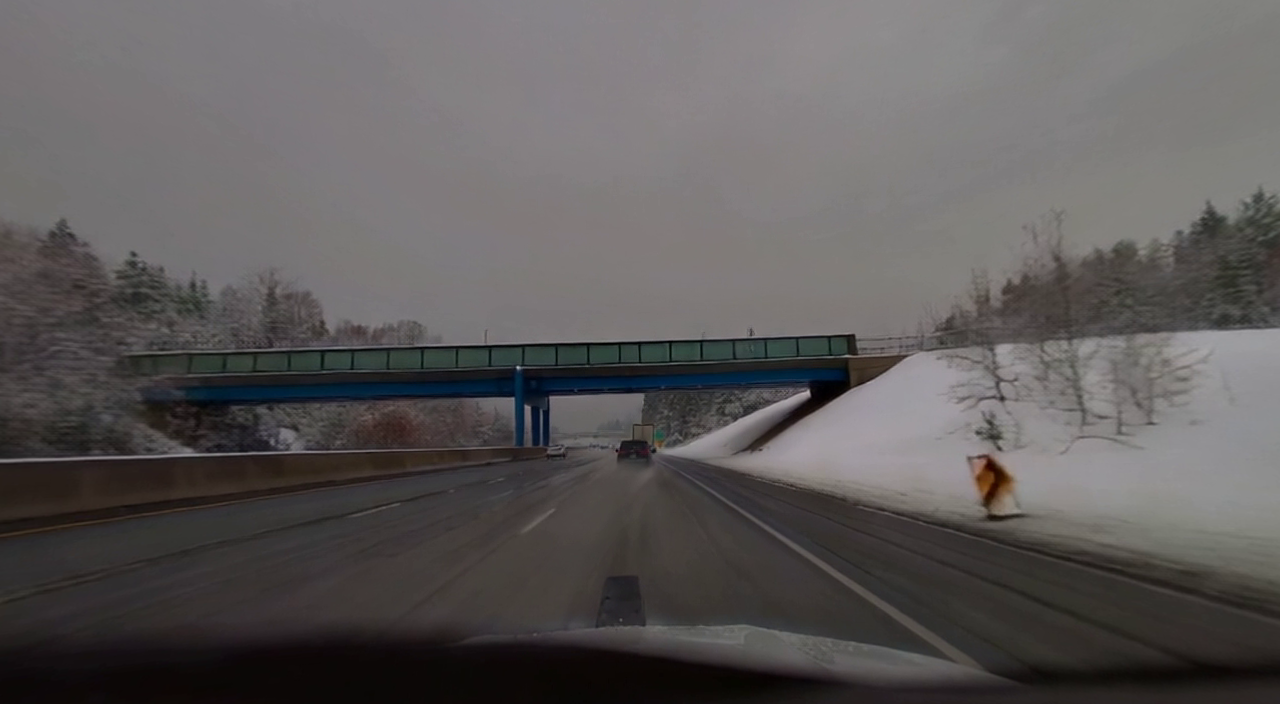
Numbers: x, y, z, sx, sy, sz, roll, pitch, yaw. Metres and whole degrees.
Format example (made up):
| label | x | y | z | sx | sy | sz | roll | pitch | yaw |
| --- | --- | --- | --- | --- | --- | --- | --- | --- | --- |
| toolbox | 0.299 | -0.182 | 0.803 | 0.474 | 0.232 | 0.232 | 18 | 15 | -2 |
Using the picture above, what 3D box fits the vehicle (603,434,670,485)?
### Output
| label | x | y | z | sx | sy | sz | roll | pitch | yaw |
| --- | --- | --- | --- | --- | --- | --- | --- | --- | --- |
| vehicle | -0.085 | 4.073 | 24.067 | 2.299 | 1.716 | 4.579 | -1 | -9 | 1 |
